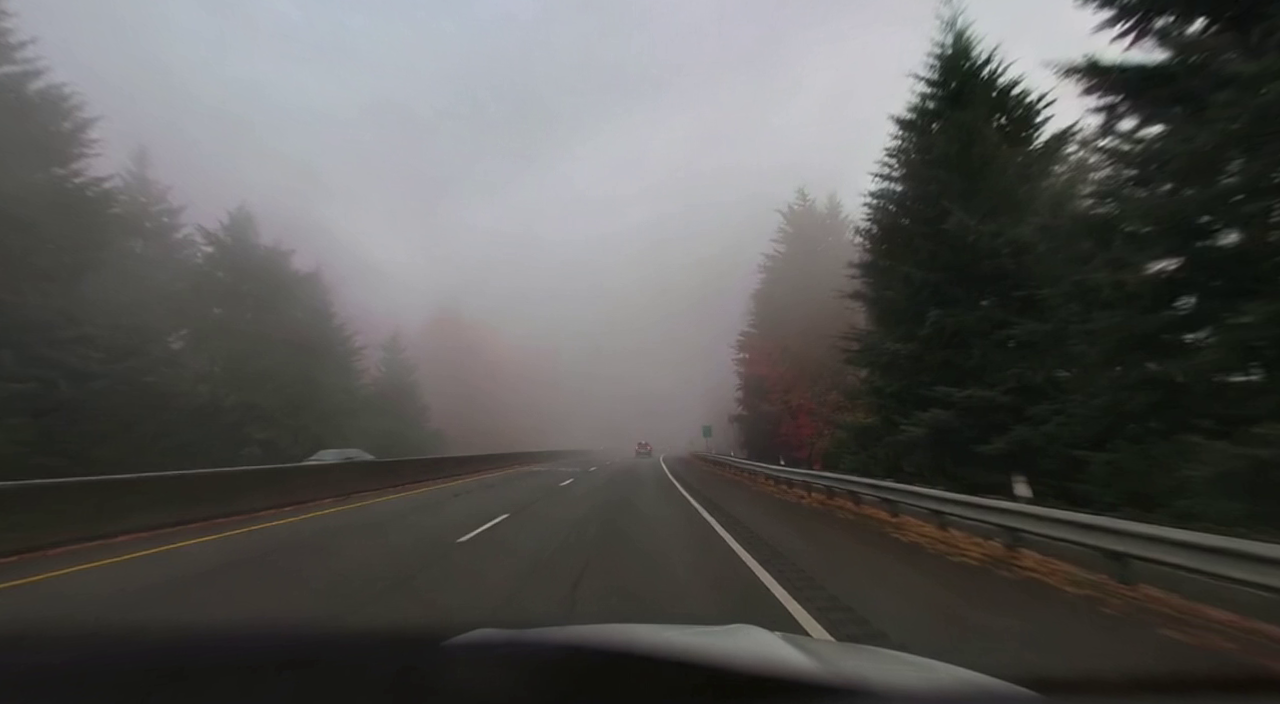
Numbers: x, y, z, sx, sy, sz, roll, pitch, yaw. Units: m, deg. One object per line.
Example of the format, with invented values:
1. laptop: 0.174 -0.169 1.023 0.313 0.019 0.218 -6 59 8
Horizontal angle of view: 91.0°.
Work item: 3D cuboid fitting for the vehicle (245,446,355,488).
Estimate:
1. vehicle: -14.520 4.908 27.219 2.224 1.568 4.411 -1 -8 1
